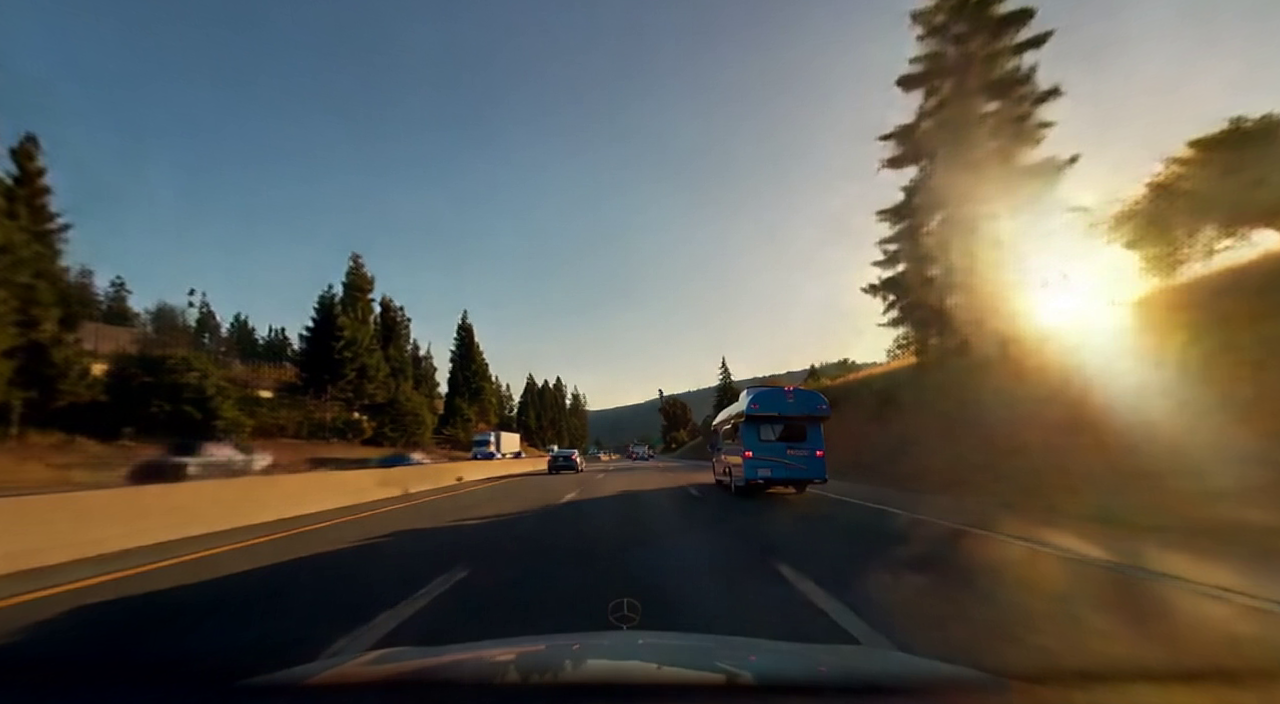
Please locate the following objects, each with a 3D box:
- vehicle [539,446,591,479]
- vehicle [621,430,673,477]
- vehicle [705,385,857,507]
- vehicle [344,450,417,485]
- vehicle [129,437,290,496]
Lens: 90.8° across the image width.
[{"bbox_3d":[-3.704,5.564,31.991,1.959,1.502,4.559,0,-9,1],"label":"vehicle"},{"bbox_3d":[0.326,5.358,33.453,2.524,2.310,4.986,0,-9,0],"label":"vehicle"},{"bbox_3d":[3.755,2.808,18.810,2.607,2.910,7.252,0,-9,-2],"label":"vehicle"},{"bbox_3d":[-11.467,5.083,28.104,1.716,1.422,3.528,0,-9,0],"label":"vehicle"},{"bbox_3d":[-15.519,4.139,23.245,2.224,1.907,5.189,0,-9,0],"label":"vehicle"}]
